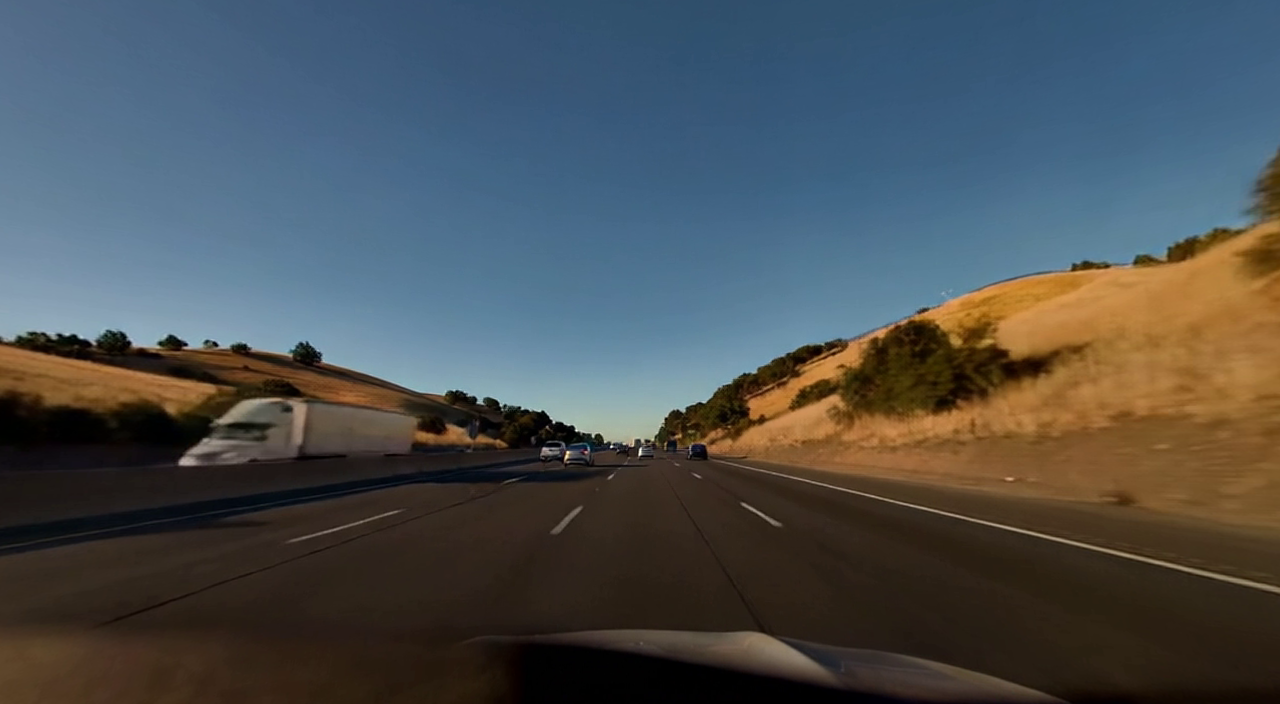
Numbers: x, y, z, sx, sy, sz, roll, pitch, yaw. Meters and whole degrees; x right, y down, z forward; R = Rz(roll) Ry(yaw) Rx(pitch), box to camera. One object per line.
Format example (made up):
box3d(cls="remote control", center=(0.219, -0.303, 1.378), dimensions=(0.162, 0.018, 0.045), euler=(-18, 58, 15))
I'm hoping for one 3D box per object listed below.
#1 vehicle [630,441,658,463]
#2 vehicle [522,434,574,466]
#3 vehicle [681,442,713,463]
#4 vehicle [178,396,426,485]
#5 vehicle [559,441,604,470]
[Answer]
box3d(cls="vehicle", center=(0.305, 7.558, 47.756), dimensions=(2.031, 1.566, 3.904), euler=(0, -8, 0))
box3d(cls="vehicle", center=(-6.269, 6.792, 43.998), dimensions=(2.589, 2.063, 6.206), euler=(0, -8, 1))
box3d(cls="vehicle", center=(4.378, 7.722, 48.650), dimensions=(2.027, 1.525, 4.348), euler=(0, -8, 0))
box3d(cls="vehicle", center=(-13.252, 3.845, 27.141), dimensions=(3.356, 2.882, 13.070), euler=(0, -8, 1))
box3d(cls="vehicle", center=(-3.279, 5.913, 36.377), dimensions=(2.091, 1.552, 4.516), euler=(0, -8, 1))
